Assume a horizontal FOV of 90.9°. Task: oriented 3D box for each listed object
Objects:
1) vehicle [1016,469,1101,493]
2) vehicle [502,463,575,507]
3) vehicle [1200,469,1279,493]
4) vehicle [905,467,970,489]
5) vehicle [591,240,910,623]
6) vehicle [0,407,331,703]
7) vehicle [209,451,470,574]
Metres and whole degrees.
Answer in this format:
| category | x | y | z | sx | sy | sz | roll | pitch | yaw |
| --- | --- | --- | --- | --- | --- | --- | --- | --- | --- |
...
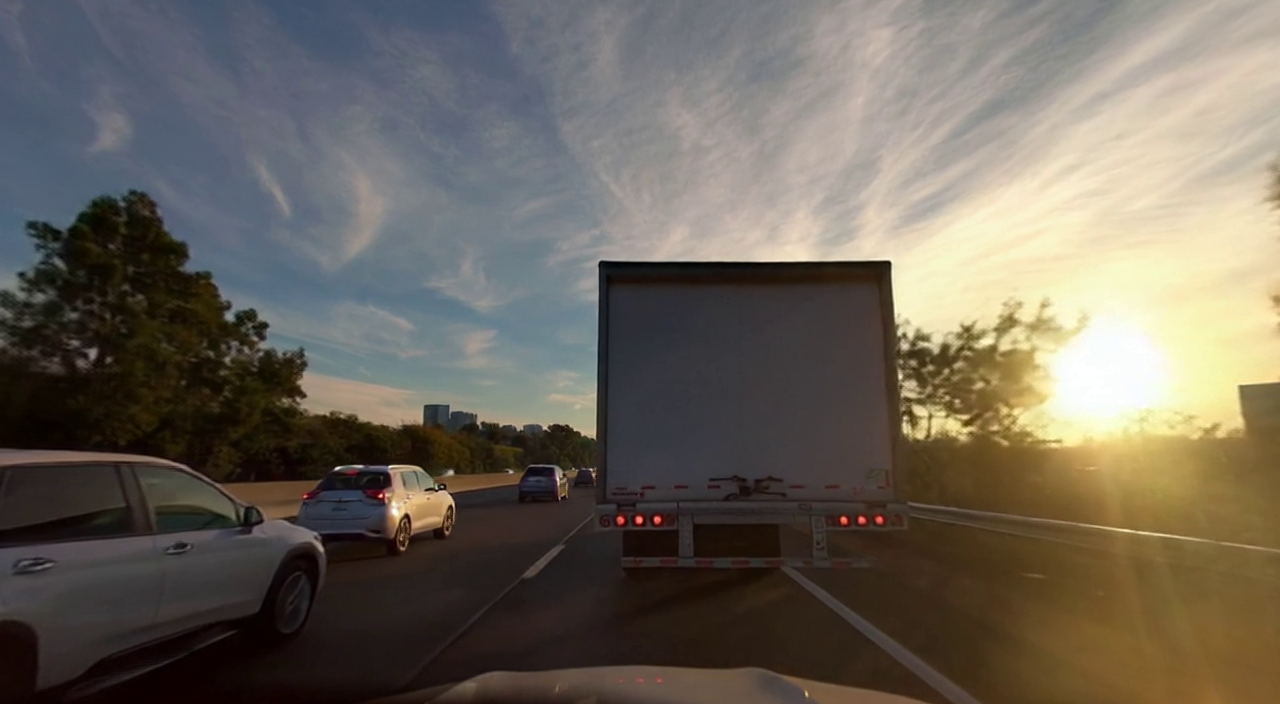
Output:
| category | x | y | z | sx | sy | sz | roll | pitch | yaw |
| --- | --- | --- | --- | --- | --- | --- | --- | --- | --- |
| vehicle | 27.893 | 8.584 | 42.158 | 4.299 | 1.465 | 1.807 | -3 | -11 | 19 |
| vehicle | -3.724 | 5.001 | 23.967 | 1.964 | 1.482 | 4.371 | 0 | -11 | 1 |
| vehicle | 38.864 | 8.278 | 40.458 | 3.974 | 1.485 | 1.709 | 0 | -11 | 3 |
| vehicle | 22.030 | 9.297 | 46.658 | 4.107 | 1.485 | 1.796 | -6 | -13 | 32 |
| vehicle | 0.904 | 1.447 | 10.159 | 2.831 | 3.529 | 8.689 | 1 | -11 | -1 |
| vehicle | -3.482 | 0.995 | 2.575 | 1.983 | 1.509 | 4.679 | 0 | -11 | 1 |
| vehicle | -4.303 | 2.389 | 10.020 | 1.946 | 1.469 | 4.431 | 1 | -11 | 0 |
